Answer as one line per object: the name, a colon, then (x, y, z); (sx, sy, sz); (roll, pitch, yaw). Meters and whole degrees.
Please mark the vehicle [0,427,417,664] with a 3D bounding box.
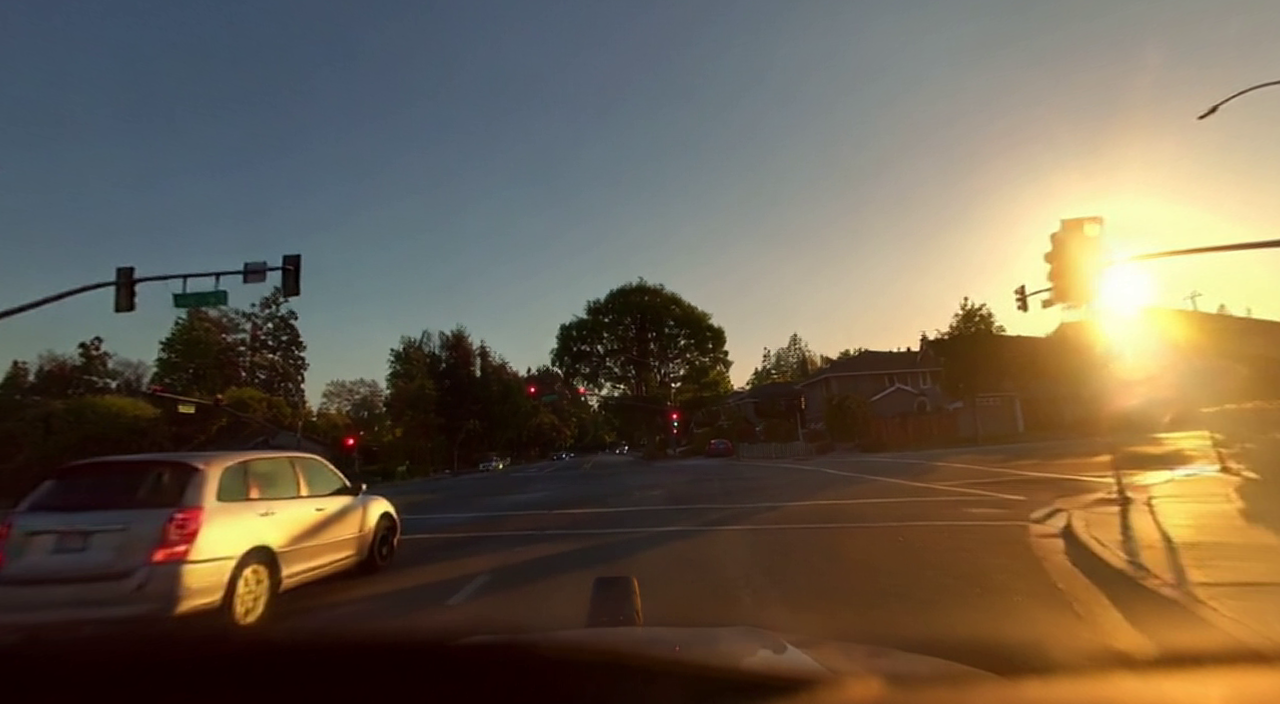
vehicle: (-3.776, 1.574, 6.153); (1.777, 1.537, 3.831); (0, -9, 0)
